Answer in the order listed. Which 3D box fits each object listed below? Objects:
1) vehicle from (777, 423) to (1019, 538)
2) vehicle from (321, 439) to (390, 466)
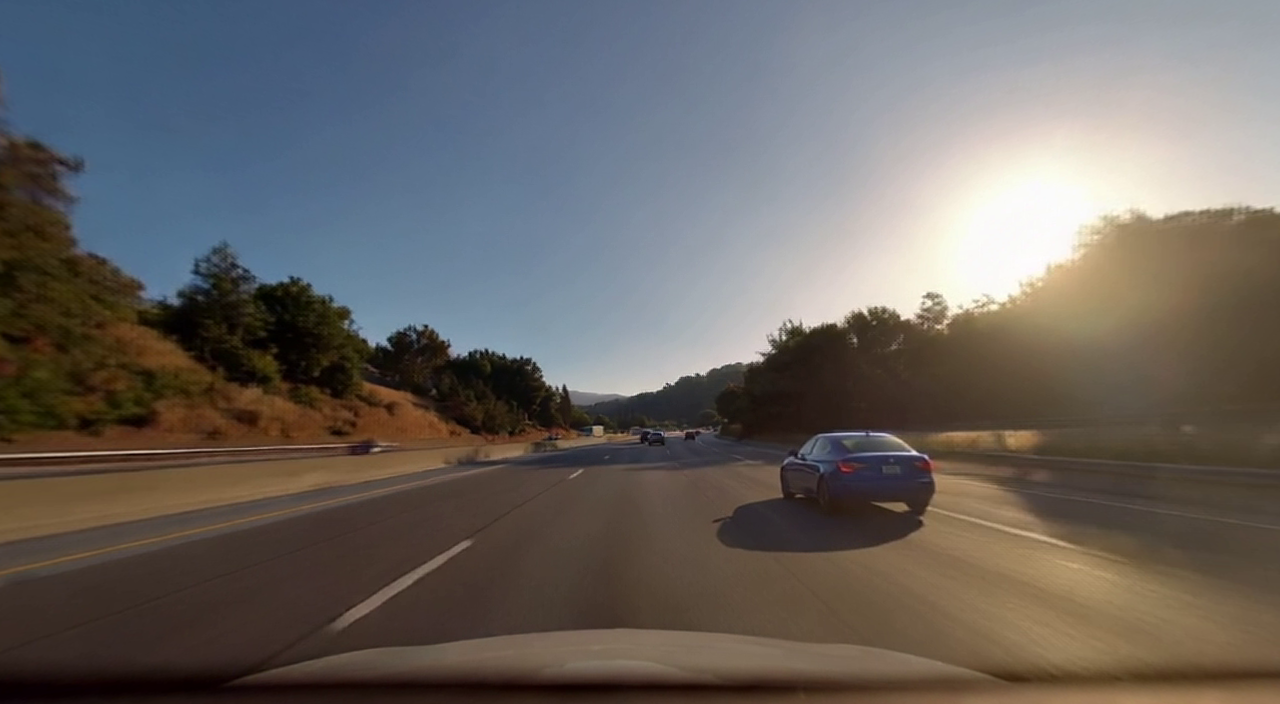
[{"bbox_3d":[3.769,1.924,10.204,1.982,1.452,4.294,0,-8,-2],"label":"vehicle"},{"bbox_3d":[-16.777,5.927,37.324,1.901,1.459,4.603,0,-8,0],"label":"vehicle"}]
